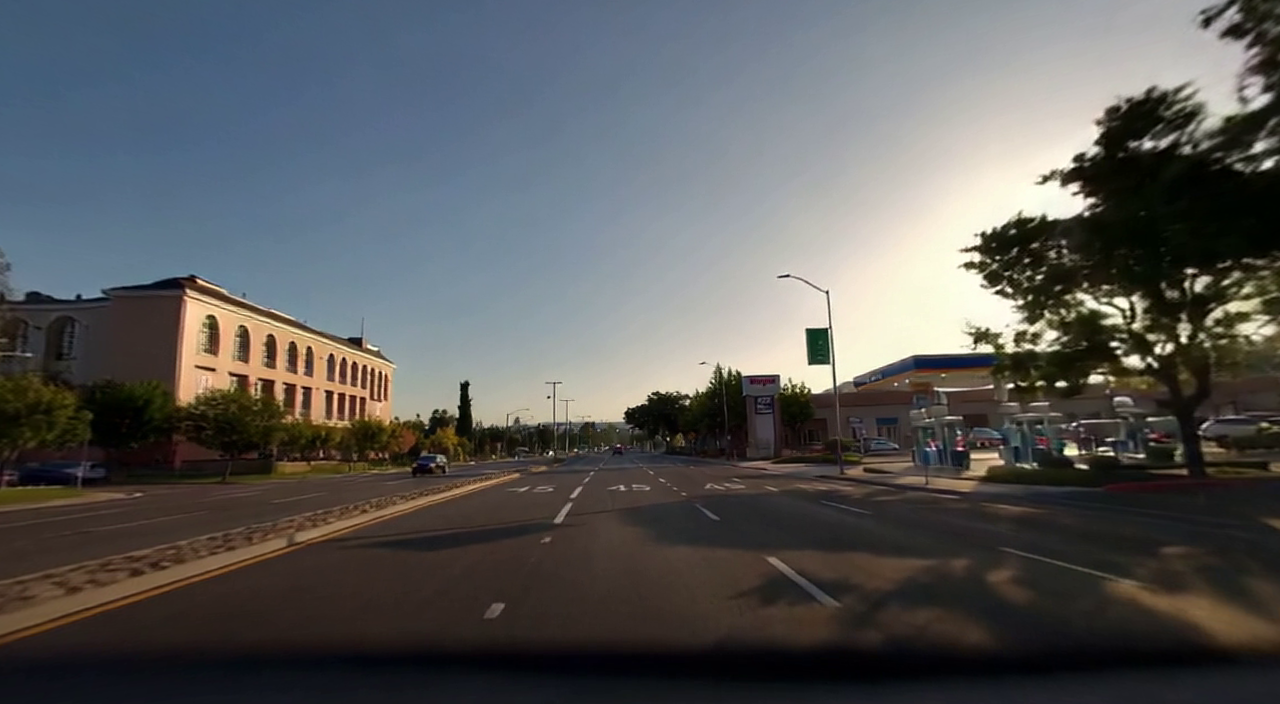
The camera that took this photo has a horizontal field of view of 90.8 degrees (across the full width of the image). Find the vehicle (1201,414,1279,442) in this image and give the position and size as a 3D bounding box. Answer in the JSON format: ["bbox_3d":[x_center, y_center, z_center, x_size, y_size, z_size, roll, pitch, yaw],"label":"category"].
[{"bbox_3d":[40.570,5.087,42.053,1.889,1.699,4.777,-1,-8,-1],"label":"vehicle"}]

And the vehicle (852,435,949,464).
[{"bbox_3d":[14.610,5.509,35.628,4.548,1.568,1.953,0,-9,-2],"label":"vehicle"}]
